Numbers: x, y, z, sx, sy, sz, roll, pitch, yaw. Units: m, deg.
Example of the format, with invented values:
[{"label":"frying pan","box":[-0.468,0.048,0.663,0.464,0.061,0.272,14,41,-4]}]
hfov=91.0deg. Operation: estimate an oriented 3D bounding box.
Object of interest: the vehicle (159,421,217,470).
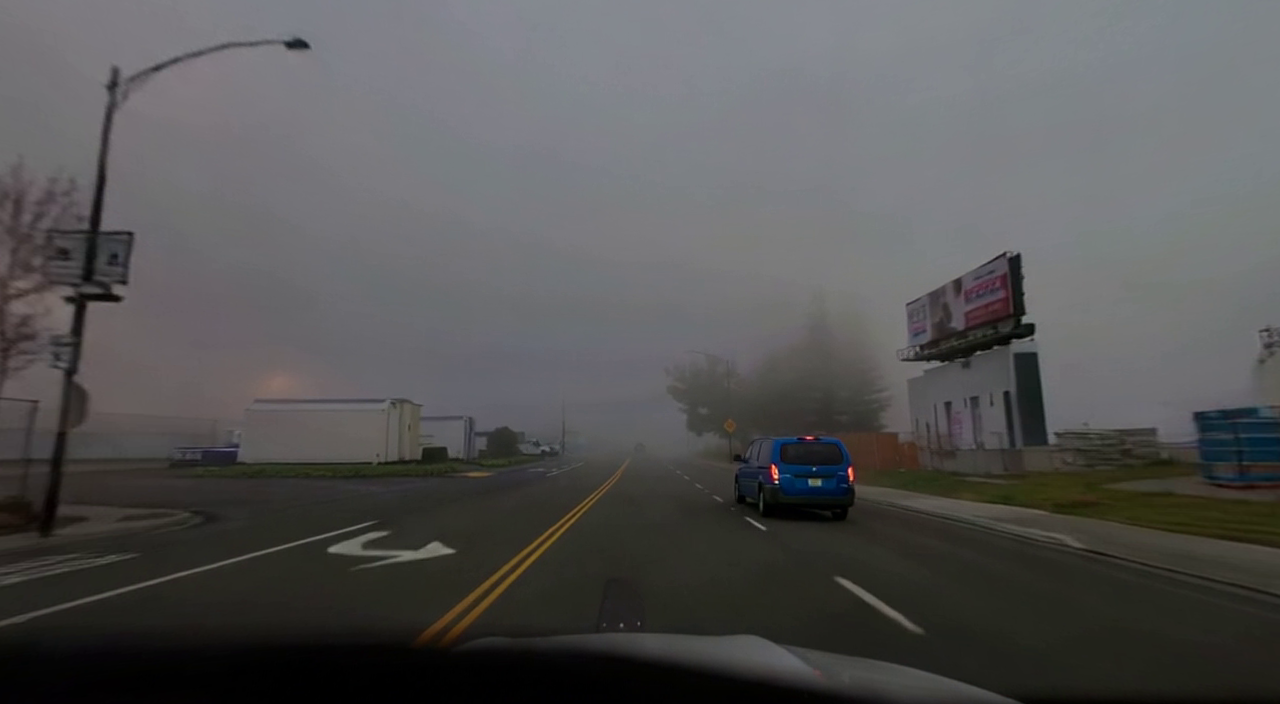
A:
[{"label":"vehicle","box":[-33.926,6.970,47.142,2.841,3.355,7.180,7,-11,-38]}]

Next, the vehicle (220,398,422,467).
[{"label":"vehicle","box":[-19.709,5.073,39.538,10.797,4.039,3.044,0,-9,-1]}]

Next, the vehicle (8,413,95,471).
[{"label":"vehicle","box":[-39.817,6.174,42.881,3.287,3.586,7.296,7,-11,-37]}]

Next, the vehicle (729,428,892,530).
[{"label":"vehicle","box":[3.419,2.663,13.856,2.202,1.822,4.826,0,-9,0]}]
